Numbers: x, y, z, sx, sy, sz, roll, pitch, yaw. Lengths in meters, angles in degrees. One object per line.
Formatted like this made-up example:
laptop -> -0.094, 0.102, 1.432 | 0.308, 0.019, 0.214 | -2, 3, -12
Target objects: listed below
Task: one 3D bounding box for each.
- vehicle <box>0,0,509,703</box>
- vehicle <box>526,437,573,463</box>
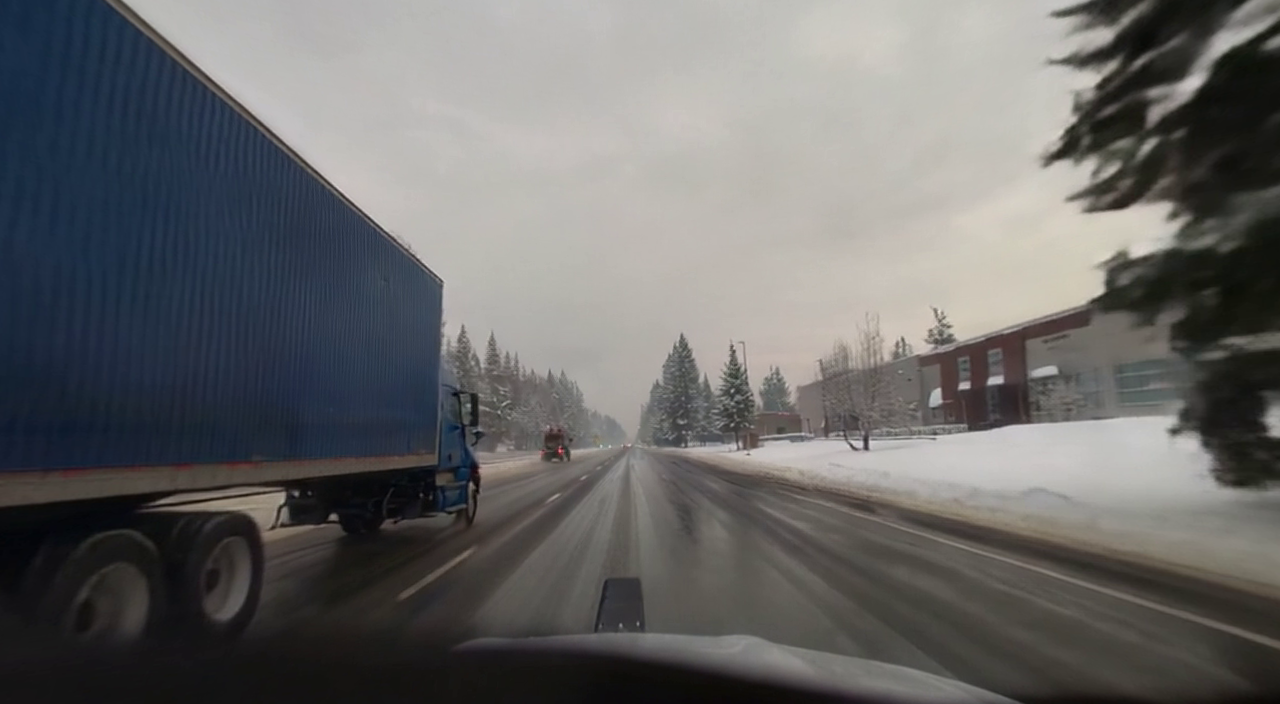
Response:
vehicle -> -3.501, 0.318, 5.217 | 2.910, 3.419, 8.376 | 0, -8, 1
vehicle -> -6.999, 7.691, 49.818 | 2.743, 1.832, 7.257 | 0, -8, 0
